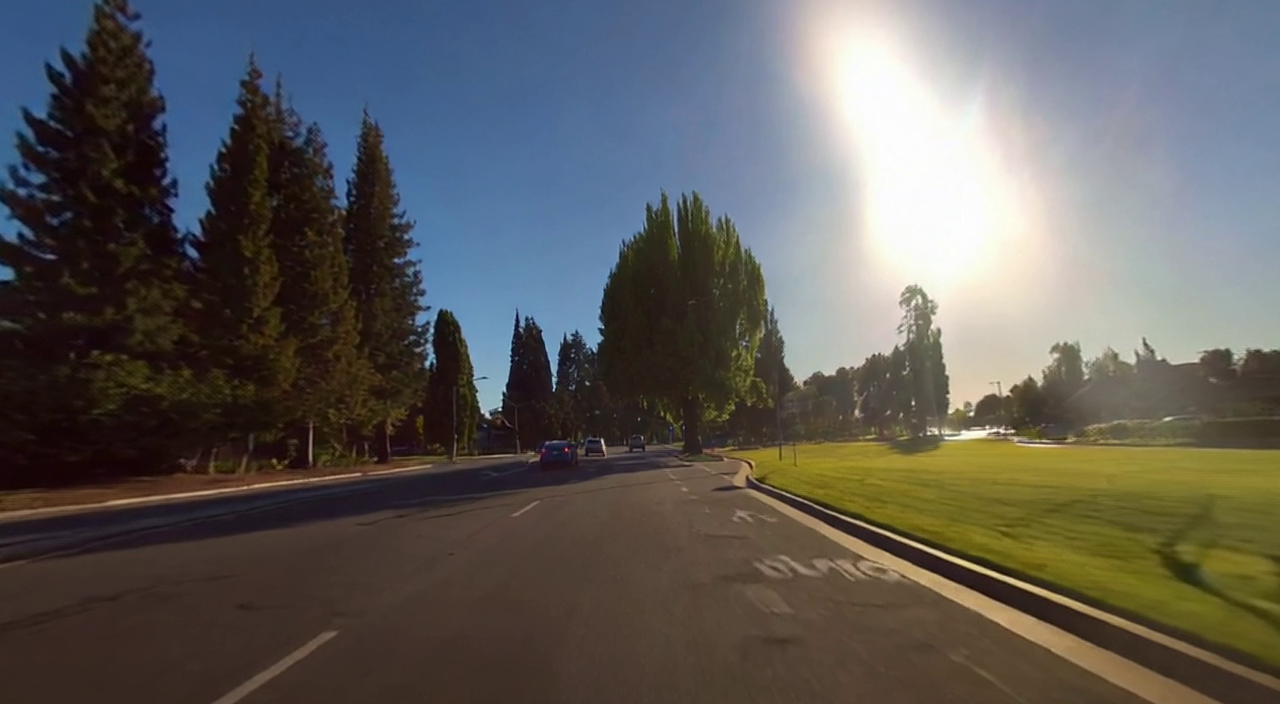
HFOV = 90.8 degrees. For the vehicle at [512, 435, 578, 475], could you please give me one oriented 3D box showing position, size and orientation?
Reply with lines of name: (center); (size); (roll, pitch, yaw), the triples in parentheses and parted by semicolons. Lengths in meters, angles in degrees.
vehicle: (-3.649, 4.045, 24.995); (1.932, 1.431, 4.144); (0, -8, 1)
